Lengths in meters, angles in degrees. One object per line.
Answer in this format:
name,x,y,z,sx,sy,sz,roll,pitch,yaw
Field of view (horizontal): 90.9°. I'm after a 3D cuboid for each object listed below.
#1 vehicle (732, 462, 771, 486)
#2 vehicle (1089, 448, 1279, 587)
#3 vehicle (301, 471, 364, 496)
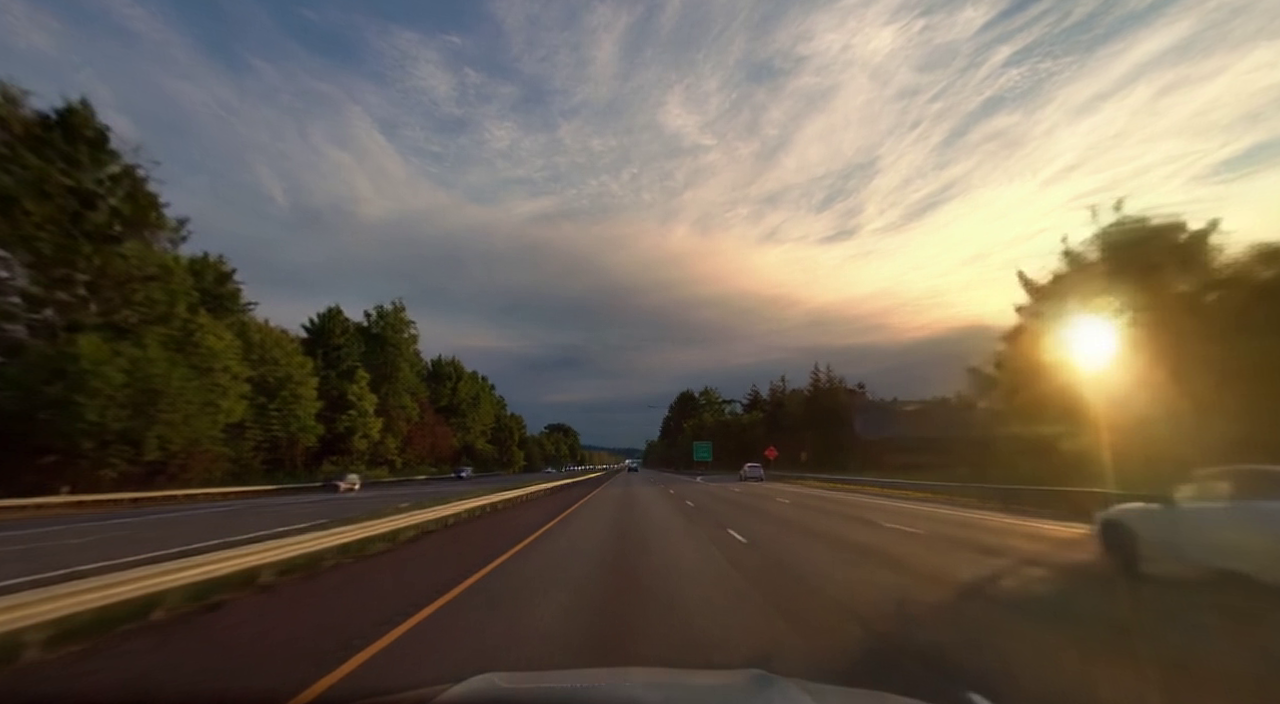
vehicle,7.814,8.620,44.698,1.951,1.566,4.616,1,-10,0
vehicle,7.906,1.900,7.374,2.024,1.476,4.352,1,-10,-1
vehicle,-20.067,8.581,41.257,1.795,1.513,3.900,-1,-10,7
